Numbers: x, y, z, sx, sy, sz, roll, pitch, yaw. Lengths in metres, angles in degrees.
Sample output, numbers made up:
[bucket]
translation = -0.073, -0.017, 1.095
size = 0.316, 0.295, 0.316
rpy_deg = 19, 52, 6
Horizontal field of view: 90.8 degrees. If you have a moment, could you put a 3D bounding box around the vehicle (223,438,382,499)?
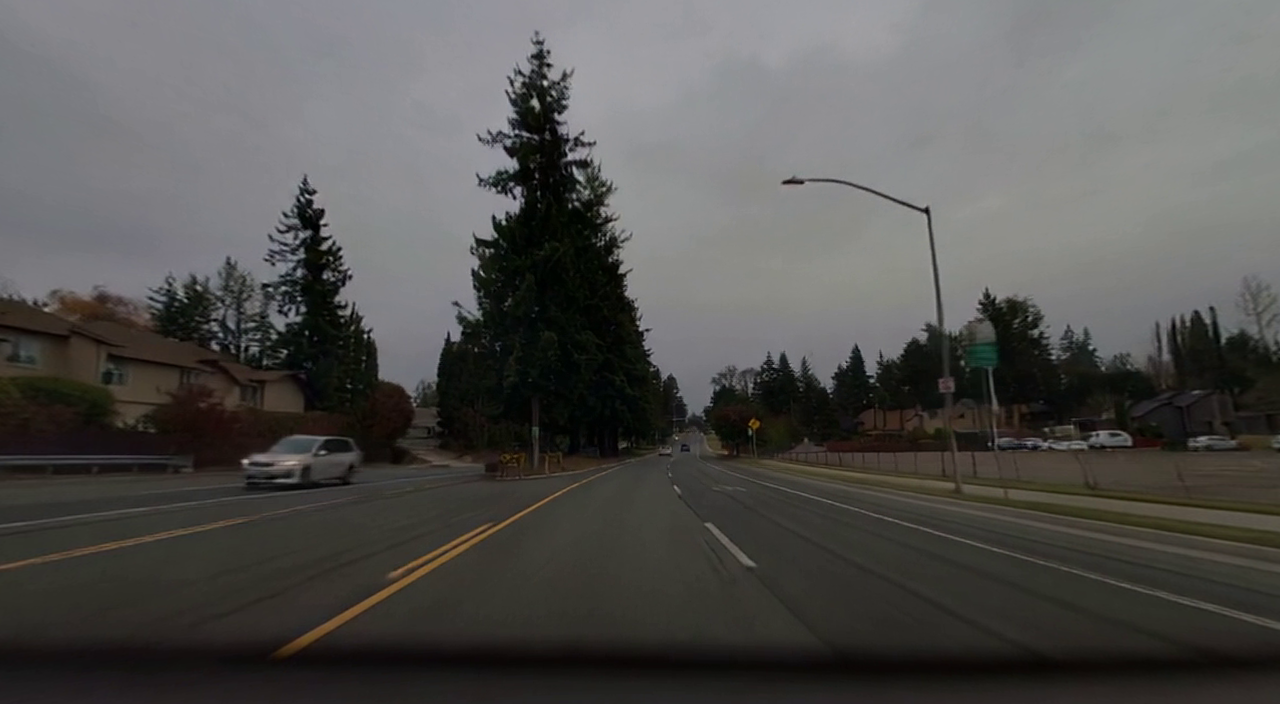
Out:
[vehicle]
translation = -10.061, 3.488, 19.391
size = 2.181, 1.635, 4.542
rpy_deg = 0, -9, 3
